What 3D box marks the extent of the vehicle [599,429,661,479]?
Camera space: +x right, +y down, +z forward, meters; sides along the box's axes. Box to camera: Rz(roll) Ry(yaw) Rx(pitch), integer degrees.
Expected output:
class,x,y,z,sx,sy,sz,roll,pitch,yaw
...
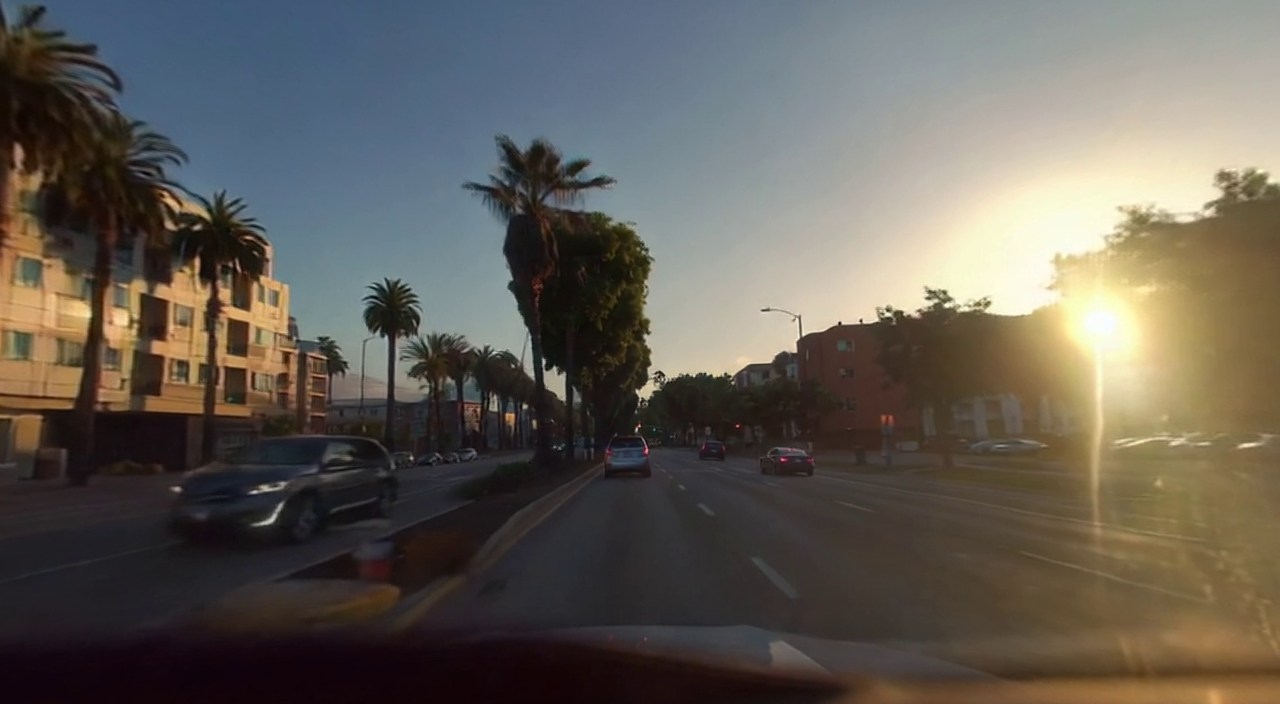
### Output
class,x,y,z,sx,sy,sz,roll,pitch,yaw
vehicle,-0.379,4.053,25.231,2.277,1.816,4.192,0,-8,-1

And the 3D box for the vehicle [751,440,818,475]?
class,x,y,z,sx,sy,sz,roll,pitch,yaw
vehicle,6.726,4.953,29.875,1.975,1.483,4.769,0,-8,-1

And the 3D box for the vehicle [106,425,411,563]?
class,x,y,z,sx,sy,sz,roll,pitch,yaw
vehicle,-5.262,1.965,9.592,2.028,1.489,4.386,-3,-8,-2
